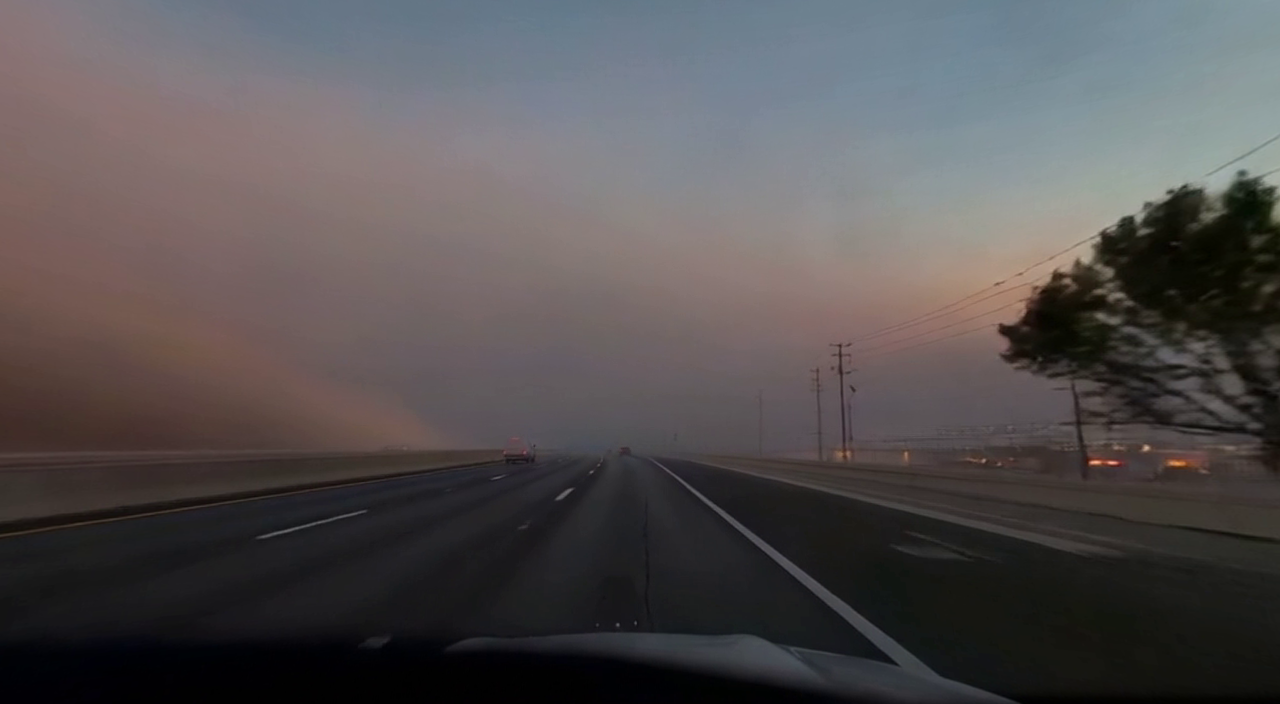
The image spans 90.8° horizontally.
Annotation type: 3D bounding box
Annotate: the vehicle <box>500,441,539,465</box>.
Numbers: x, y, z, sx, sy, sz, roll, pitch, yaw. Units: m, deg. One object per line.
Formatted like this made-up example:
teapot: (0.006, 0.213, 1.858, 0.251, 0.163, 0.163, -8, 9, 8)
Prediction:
vehicle: (-8.702, 7.313, 45.898, 2.053, 1.682, 4.423, 0, -8, -1)
